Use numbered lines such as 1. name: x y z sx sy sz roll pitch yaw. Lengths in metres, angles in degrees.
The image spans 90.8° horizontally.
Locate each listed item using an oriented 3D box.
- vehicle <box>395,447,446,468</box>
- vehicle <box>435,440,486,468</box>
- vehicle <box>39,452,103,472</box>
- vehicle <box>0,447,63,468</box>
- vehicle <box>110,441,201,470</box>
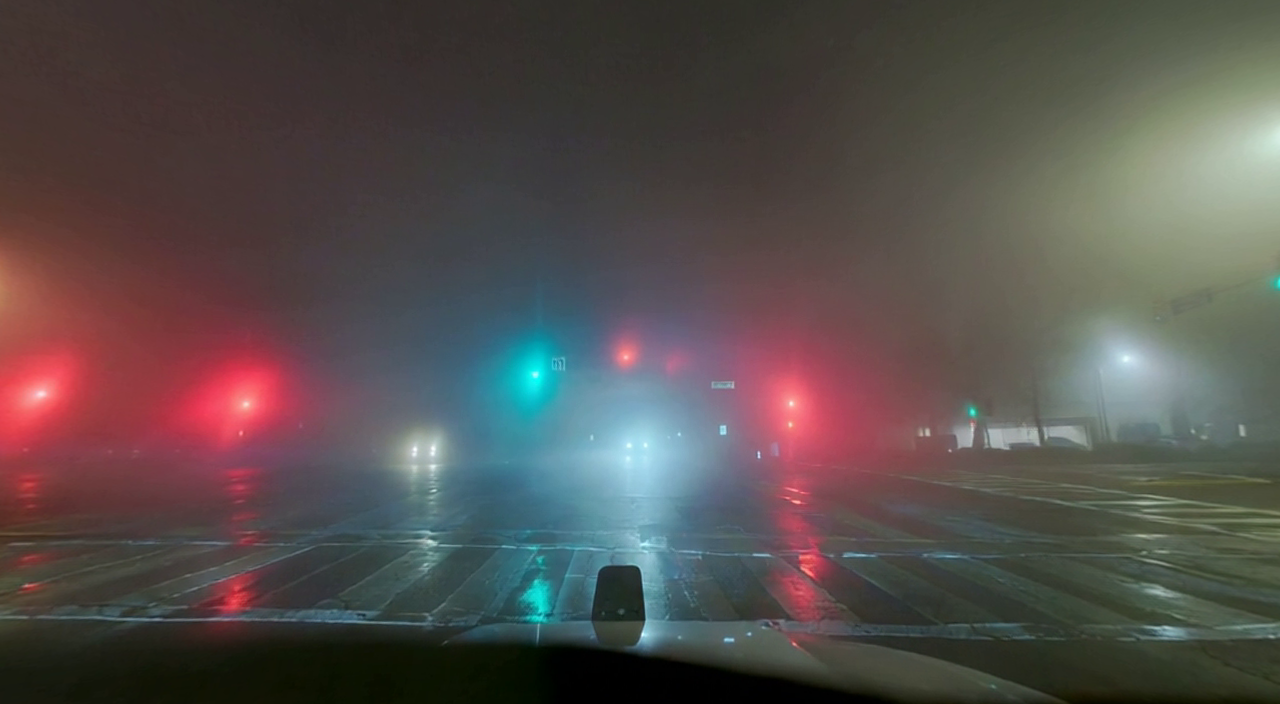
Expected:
1. vehicle: -15.494 7.446 44.805 2.056 1.450 4.343 0 -8 1
2. vehicle: -11.941 6.799 42.323 2.080 1.763 4.341 0 -8 0
3. vehicle: -41.574 8.021 46.253 1.552 1.339 3.340 -2 -9 0
4. vehicle: -45.239 7.768 46.610 1.858 1.467 3.624 0 -8 0
5. vehicle: -34.880 7.421 45.743 2.204 1.955 5.518 0 -8 0
